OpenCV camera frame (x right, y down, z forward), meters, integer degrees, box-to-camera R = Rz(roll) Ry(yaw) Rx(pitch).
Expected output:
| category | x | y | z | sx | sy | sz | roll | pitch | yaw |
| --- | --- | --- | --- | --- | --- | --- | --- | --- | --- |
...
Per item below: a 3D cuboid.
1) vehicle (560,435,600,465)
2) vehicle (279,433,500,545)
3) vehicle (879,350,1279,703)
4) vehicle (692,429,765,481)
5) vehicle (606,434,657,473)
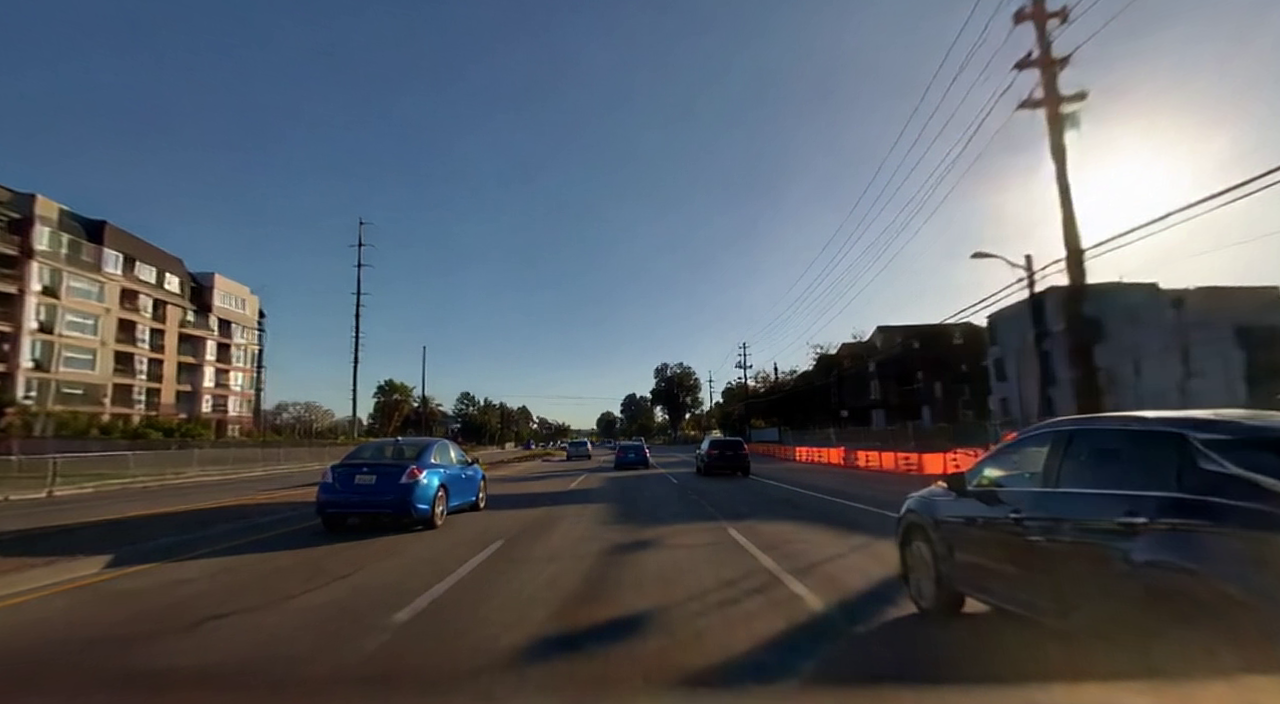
| category | x | y | z | sx | sy | sz | roll | pitch | yaw |
| --- | --- | --- | --- | --- | --- | --- | --- | --- | --- |
| vehicle | -3.938 | 6.542 | 42.312 | 2.190 | 1.832 | 4.417 | 0 | -8 | 0 |
| vehicle | -3.795 | 2.133 | 10.538 | 1.968 | 1.473 | 4.209 | 0 | -8 | 0 |
| vehicle | 3.172 | 1.025 | 3.674 | 1.975 | 1.598 | 4.025 | 0 | -8 | 0 |
| vehicle | 3.243 | 3.887 | 24.021 | 2.029 | 1.797 | 4.218 | 0 | -8 | -1 |
| vehicle | -0.403 | 4.846 | 30.364 | 2.291 | 1.714 | 4.217 | 0 | -8 | 0 |
